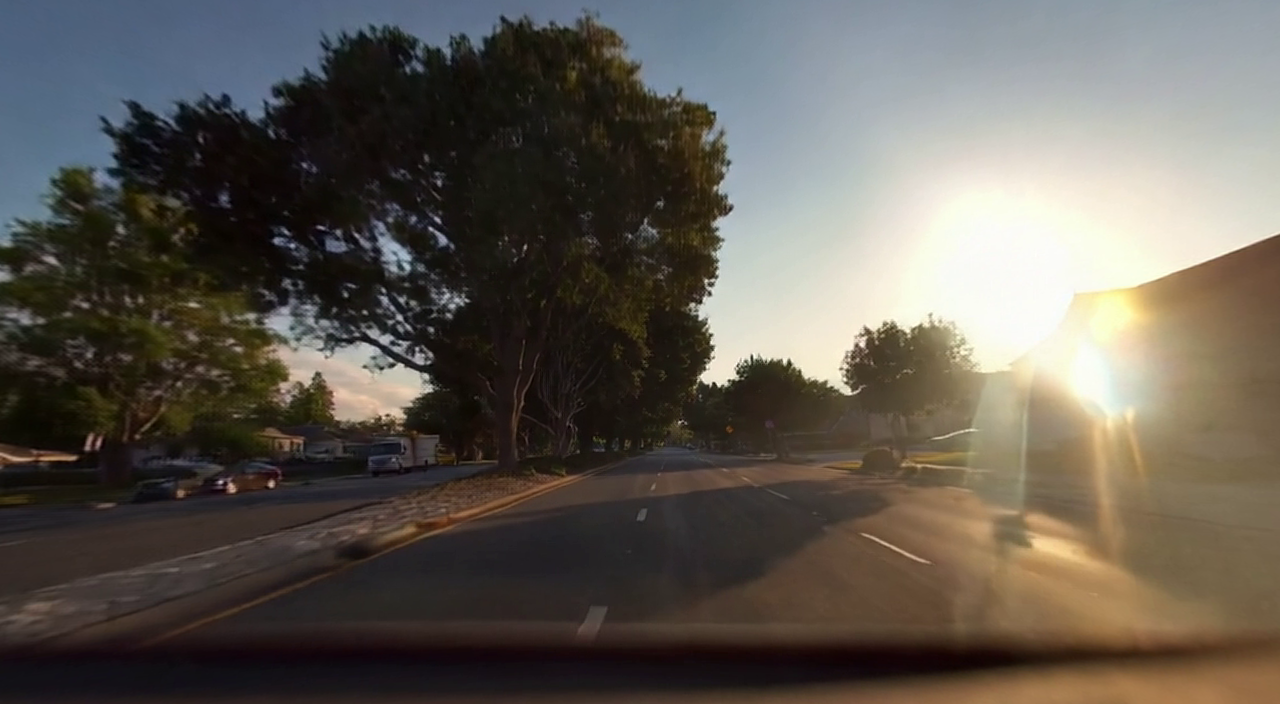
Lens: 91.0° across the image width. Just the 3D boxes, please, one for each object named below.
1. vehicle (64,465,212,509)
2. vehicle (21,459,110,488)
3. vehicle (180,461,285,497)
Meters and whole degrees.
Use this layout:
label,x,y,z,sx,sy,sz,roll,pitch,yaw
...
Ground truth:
label,x,y,z,sx,sy,sz,roll,pitch,yaw
vehicle,-19.776,5.314,25.113,1.929,1.393,4.611,0,-8,4
vehicle,-32.138,6.794,35.310,1.548,1.426,3.591,-3,-10,1
vehicle,-19.547,6.081,30.452,1.820,1.459,4.559,0,-8,3
